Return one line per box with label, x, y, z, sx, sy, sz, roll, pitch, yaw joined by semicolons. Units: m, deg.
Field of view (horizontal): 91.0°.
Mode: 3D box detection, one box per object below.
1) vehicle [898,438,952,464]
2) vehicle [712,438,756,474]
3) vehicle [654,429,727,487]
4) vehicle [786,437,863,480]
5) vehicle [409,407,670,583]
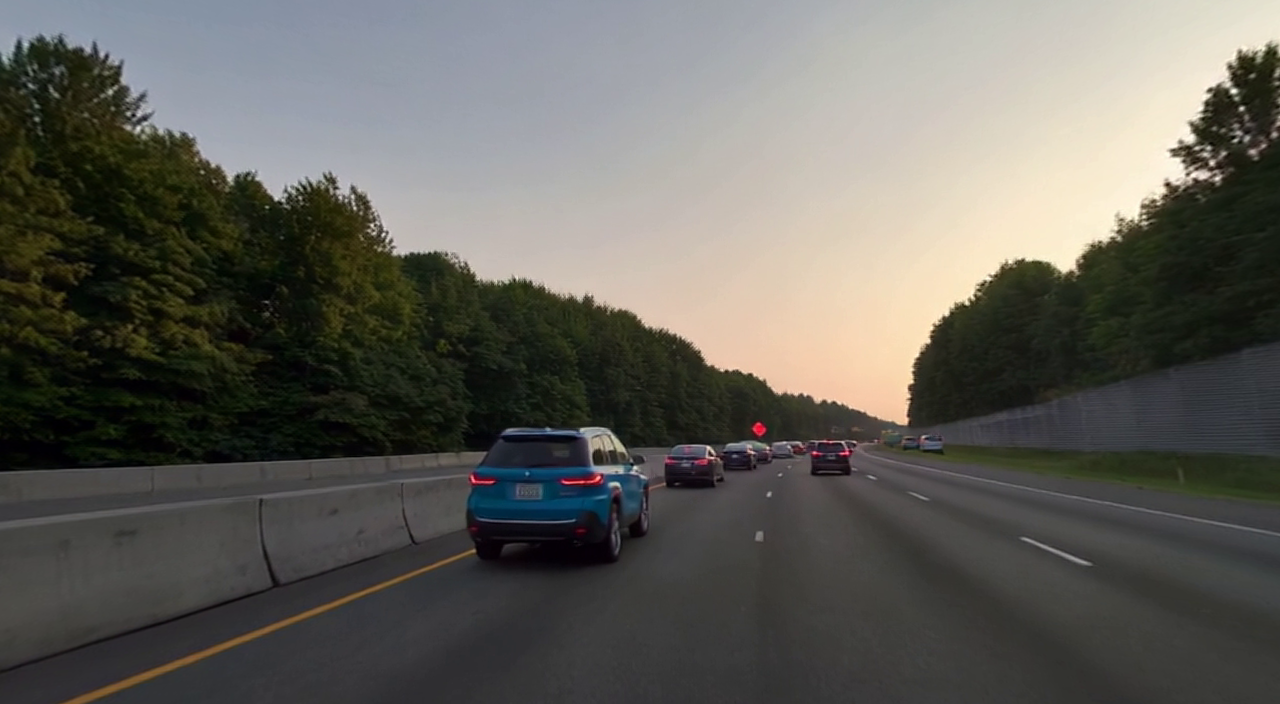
vehicle;17.475;6.085;38.835;1.990;1.478;4.475;-2;-8;10
vehicle;4.181;4.548;27.717;1.755;1.457;3.686;-2;-8;9
vehicle;1.693;3.338;20.072;2.017;1.662;3.543;-1;-8;9
vehicle;6.865;3.990;23.922;1.962;1.442;4.536;-1;-8;6
vehicle;-0.919;1.658;8.163;2.021;1.635;4.085;-2;-8;11
